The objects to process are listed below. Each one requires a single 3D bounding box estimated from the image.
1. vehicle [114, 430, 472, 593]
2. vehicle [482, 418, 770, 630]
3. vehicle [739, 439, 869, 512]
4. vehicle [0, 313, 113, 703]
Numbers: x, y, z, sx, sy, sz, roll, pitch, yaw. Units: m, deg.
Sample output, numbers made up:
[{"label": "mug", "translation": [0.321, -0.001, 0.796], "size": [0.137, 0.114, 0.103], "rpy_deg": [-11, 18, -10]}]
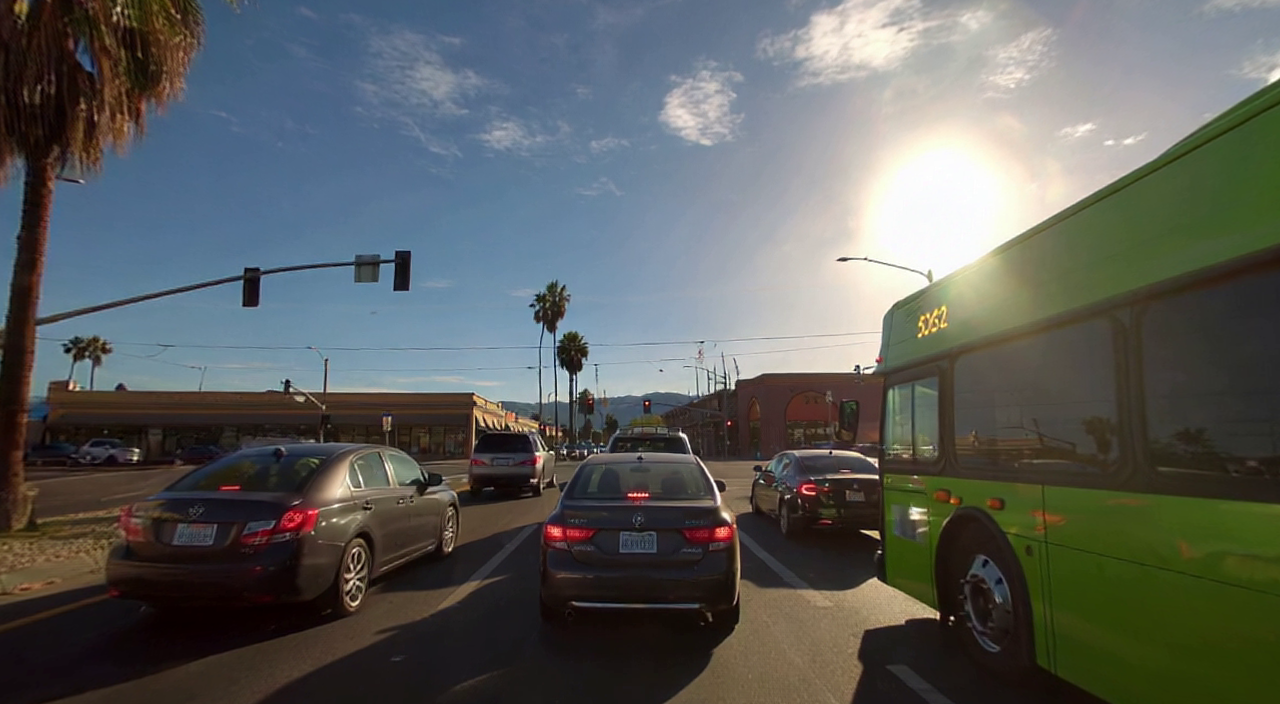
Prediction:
[{"label": "vehicle", "translation": [-3.627, 1.720, 7.711], "size": [1.919, 1.415, 4.178], "rpy_deg": [0, -9, 1]}, {"label": "vehicle", "translation": [-0.110, 1.521, 6.510], "size": [2.060, 1.499, 3.831], "rpy_deg": [0, -9, 0]}, {"label": "vehicle", "translation": [3.718, 2.872, 15.181], "size": [1.989, 1.467, 4.364], "rpy_deg": [0, -9, 1]}, {"label": "vehicle", "translation": [-3.562, 0.467, 0.334], "size": [2.145, 1.824, 4.974], "rpy_deg": [0, -9, 2]}]
